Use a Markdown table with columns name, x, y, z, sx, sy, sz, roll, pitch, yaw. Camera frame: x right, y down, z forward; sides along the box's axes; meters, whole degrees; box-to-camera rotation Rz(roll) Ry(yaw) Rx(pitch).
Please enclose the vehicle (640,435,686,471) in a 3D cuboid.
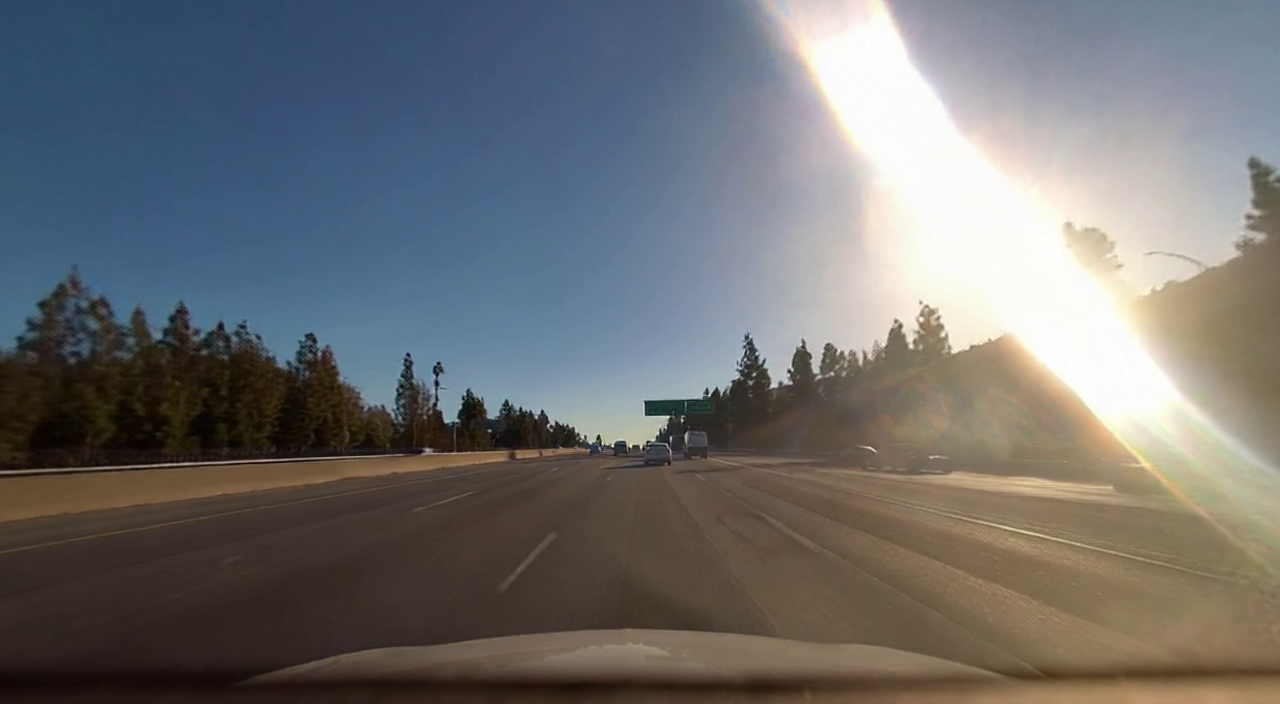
| name | x | y | z | sx | sy | sz | roll | pitch | yaw |
| --- | --- | --- | --- | --- | --- | --- | --- | --- | --- |
| vehicle | 1.133 | 5.349 | 33.733 | 2.260 | 1.766 | 4.348 | 0 | -8 | -1 |
